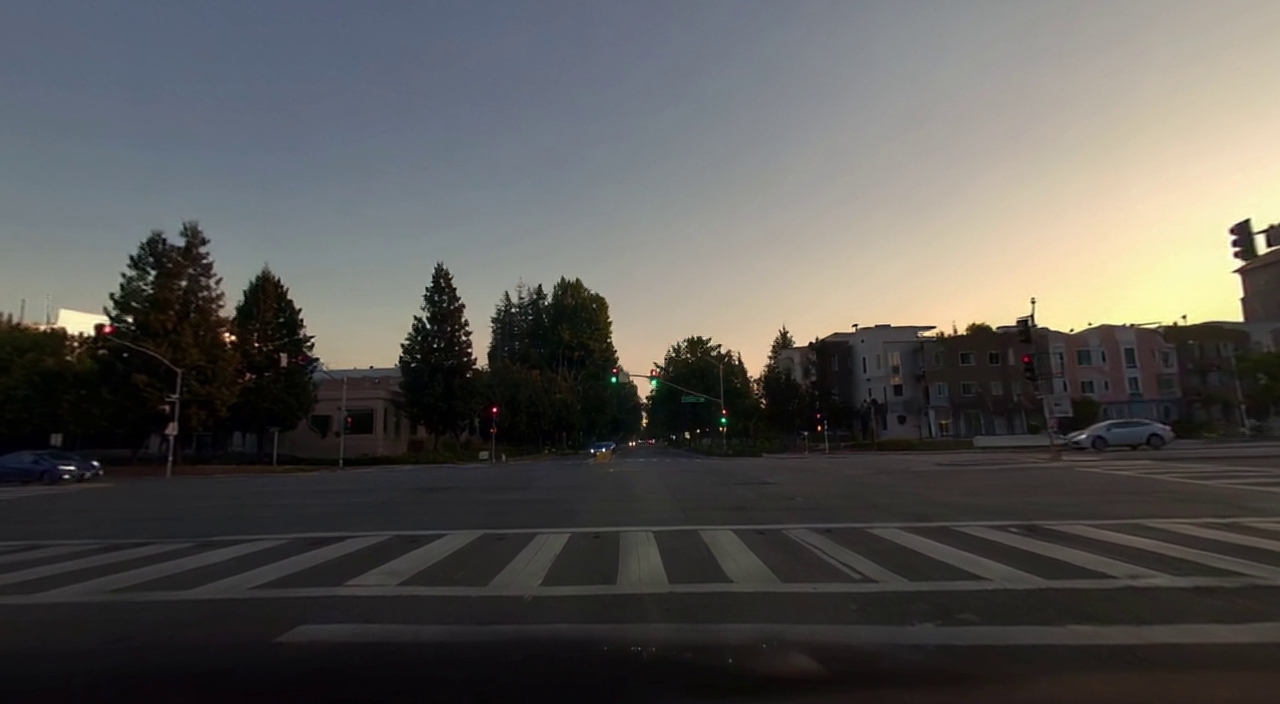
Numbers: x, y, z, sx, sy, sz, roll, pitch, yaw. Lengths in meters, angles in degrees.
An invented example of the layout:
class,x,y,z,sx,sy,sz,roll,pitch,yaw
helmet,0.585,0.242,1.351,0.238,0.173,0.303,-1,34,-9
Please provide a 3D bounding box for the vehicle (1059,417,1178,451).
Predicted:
class,x,y,z,sx,sy,sz,roll,pitch,yaw
vehicle,24.727,4.261,32.706,4.483,1.691,1.949,0,-8,2

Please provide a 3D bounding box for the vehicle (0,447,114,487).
class,x,y,z,sx,sy,sz,roll,pitch,yaw
vehicle,-25.202,4.822,26.607,4.332,1.573,1.900,0,-8,3
